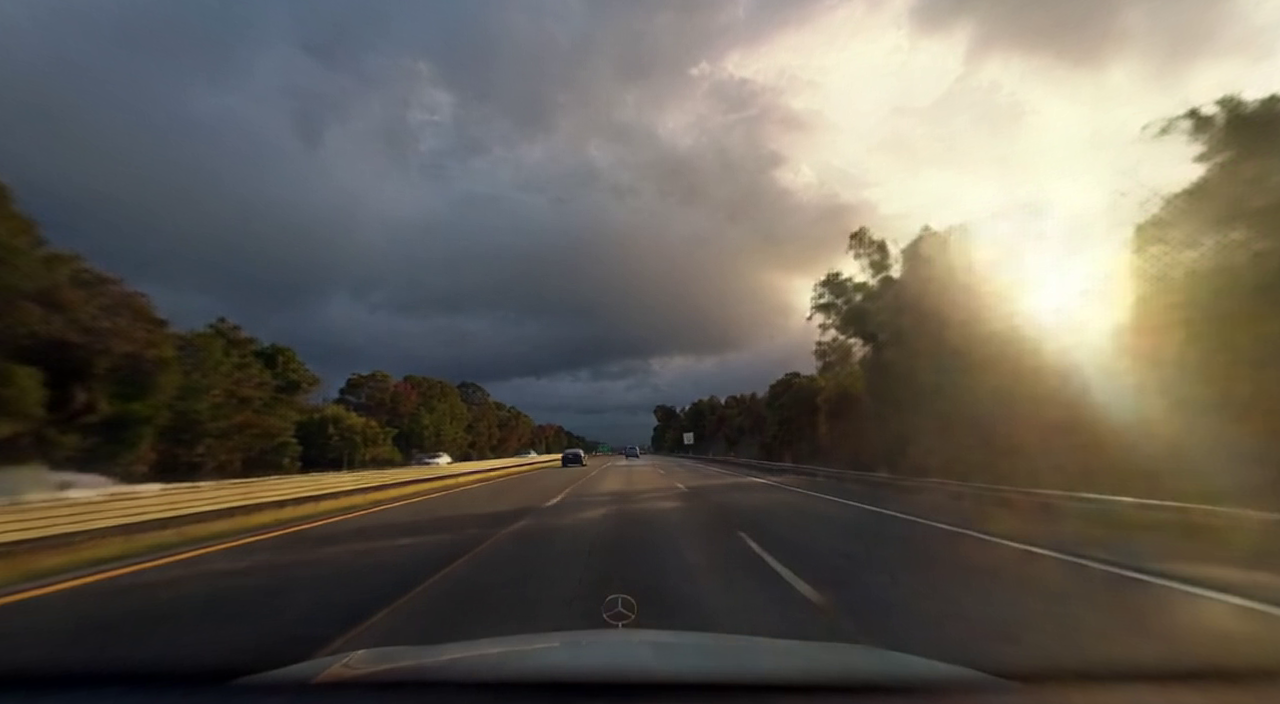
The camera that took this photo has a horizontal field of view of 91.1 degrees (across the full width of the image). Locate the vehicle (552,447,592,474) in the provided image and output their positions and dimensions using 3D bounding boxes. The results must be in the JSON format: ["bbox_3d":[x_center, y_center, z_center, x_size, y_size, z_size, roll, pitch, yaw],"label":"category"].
[{"bbox_3d":[-3.982,6.418,37.349,1.970,1.492,3.944,0,-9,0],"label":"vehicle"}]
